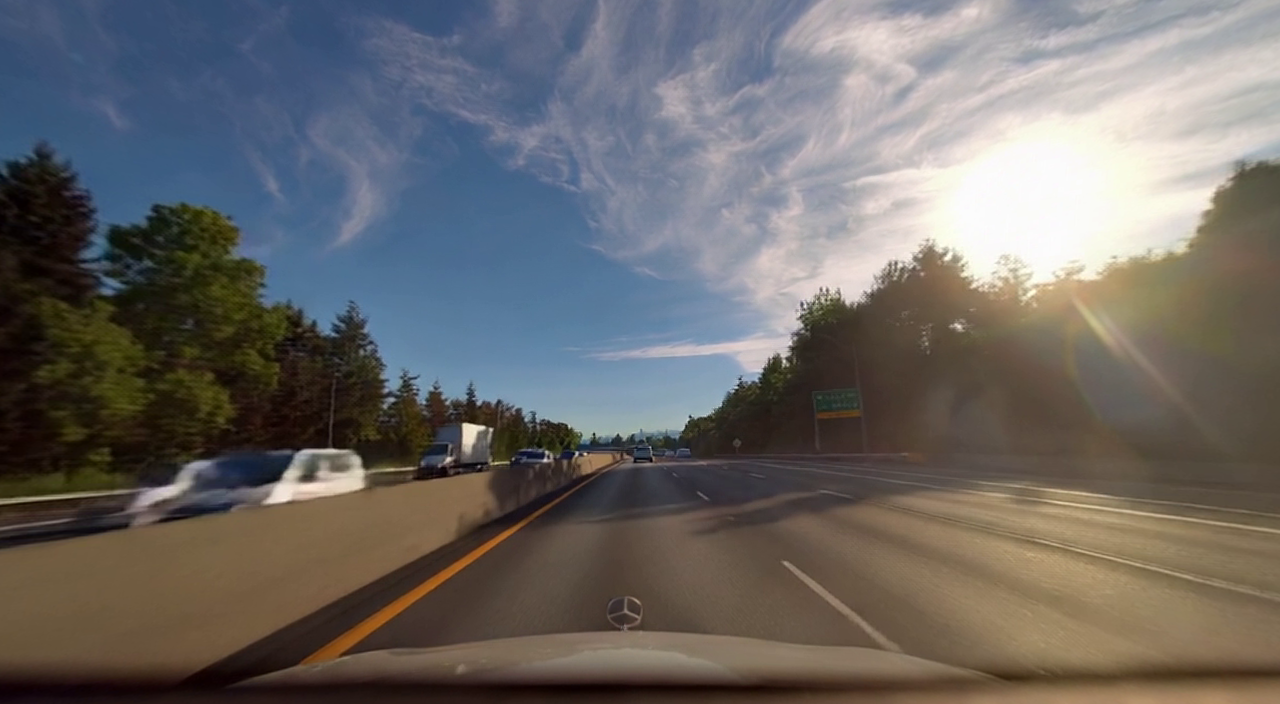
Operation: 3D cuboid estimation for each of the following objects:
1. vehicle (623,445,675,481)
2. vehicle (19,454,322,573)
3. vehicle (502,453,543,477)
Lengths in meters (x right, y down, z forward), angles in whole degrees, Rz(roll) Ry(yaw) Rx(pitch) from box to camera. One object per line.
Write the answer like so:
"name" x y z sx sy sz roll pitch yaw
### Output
"vehicle" 0.380 5.031 28.798 2.177 1.520 4.278 0 -9 0
"vehicle" -6.997 2.383 10.003 1.956 1.486 3.661 0 -9 0
"vehicle" -8.066 7.777 43.695 1.920 1.533 4.730 0 -9 1
